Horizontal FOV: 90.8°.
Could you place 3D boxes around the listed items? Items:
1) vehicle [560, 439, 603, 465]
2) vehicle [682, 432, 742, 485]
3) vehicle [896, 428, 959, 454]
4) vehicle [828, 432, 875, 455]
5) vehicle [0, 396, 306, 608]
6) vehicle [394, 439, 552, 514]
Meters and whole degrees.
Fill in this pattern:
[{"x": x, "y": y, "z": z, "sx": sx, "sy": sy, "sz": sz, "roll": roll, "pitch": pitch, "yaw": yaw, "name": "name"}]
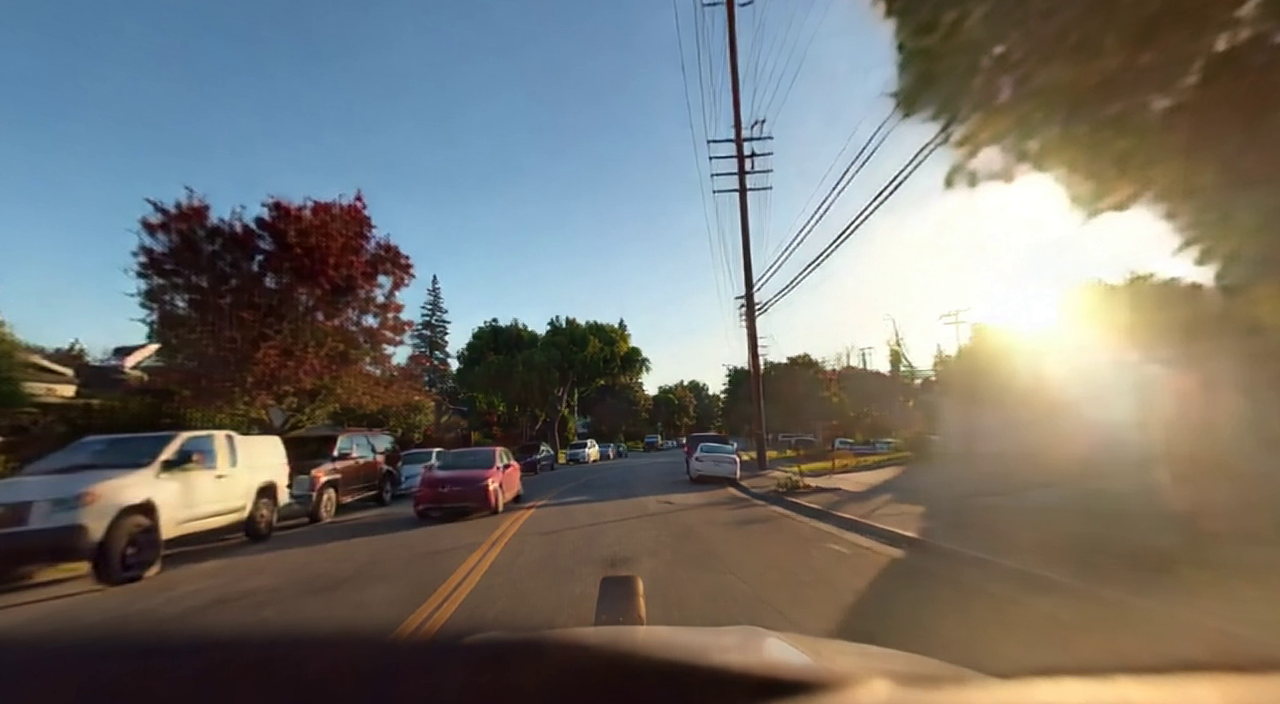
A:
[{"x": -4.355, "y": 7.563, "z": 47.999, "sx": 2.192, "sy": 1.873, "sz": 4.985, "roll": -1, "pitch": -8, "yaw": 8, "name": "vehicle"}, {"x": 2.698, "y": 4.034, "z": 24.289, "sx": 2.032, "sy": 1.810, "sz": 5.047, "roll": -1, "pitch": -8, "yaw": 5, "name": "vehicle"}, {"x": 21.244, "y": 6.644, "z": 46.937, "sx": 2.253, "sy": 1.805, "sz": 4.842, "roll": 2, "pitch": -9, "yaw": -2, "name": "vehicle"}, {"x": 16.014, "y": 6.954, "z": 48.052, "sx": 2.079, "sy": 1.675, "sz": 3.855, "roll": 0, "pitch": -8, "yaw": -2, "name": "vehicle"}, {"x": -7.126, "y": 1.905, "z": 8.928, "sx": 2.312, "sy": 2.032, "sz": 5.585, "roll": -1, "pitch": -9, "yaw": -6, "name": "vehicle"}, {"x": -3.771, "y": 2.901, "z": 15.332, "sx": 2.448, "sy": 1.475, "sz": 4.568, "roll": -2, "pitch": -8, "yaw": 2, "name": "vehicle"}]
